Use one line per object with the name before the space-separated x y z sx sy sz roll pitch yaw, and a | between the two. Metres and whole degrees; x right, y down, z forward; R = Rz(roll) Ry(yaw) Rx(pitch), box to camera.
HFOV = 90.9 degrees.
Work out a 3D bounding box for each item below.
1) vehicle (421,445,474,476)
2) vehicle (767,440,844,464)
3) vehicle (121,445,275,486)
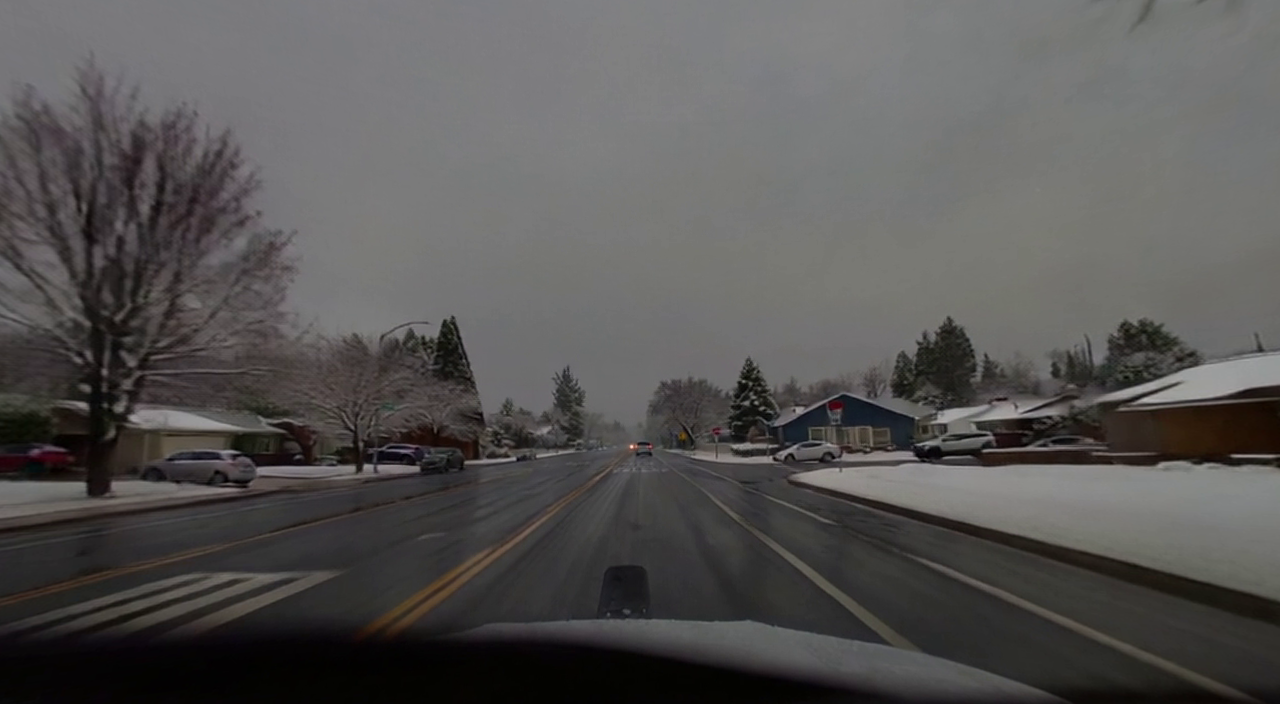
vehicle | -12.415 6.993 40.890 1.965 1.653 4.488 -3 -6 1
vehicle | 11.025 6.693 42.363 4.818 1.525 2.163 -1 -9 9
vehicle | -18.189 4.686 26.157 4.717 1.605 2.074 1 -8 -3
